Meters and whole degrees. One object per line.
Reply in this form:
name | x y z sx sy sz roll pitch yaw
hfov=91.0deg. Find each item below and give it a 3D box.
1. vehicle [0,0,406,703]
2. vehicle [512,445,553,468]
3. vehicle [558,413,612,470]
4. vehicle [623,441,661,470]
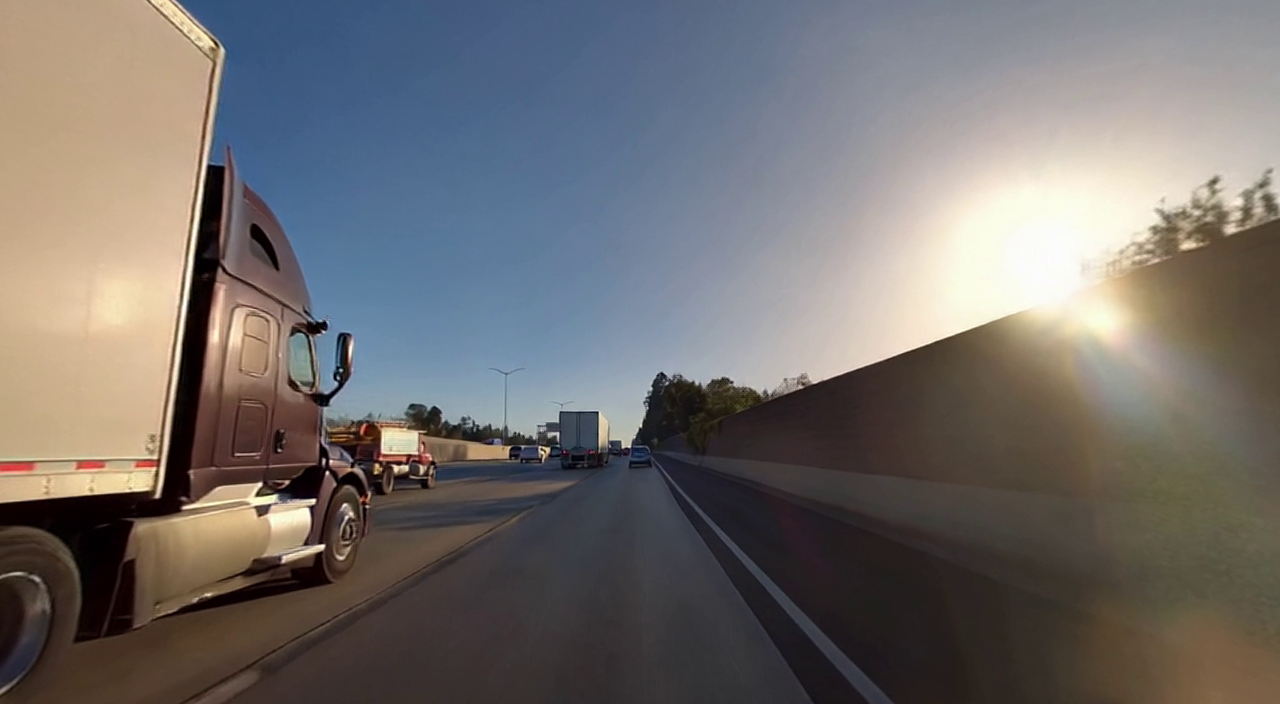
vehicle | -3.650 -0.058 0.740 3.025 3.266 9.256 0 -9 1
vehicle | -7.197 7.044 42.632 1.962 1.489 4.002 0 -9 2
vehicle | -3.520 6.072 42.437 2.956 3.331 9.575 0 -9 -1
vehicle | 0.134 6.143 37.574 2.178 1.640 4.071 0 -9 0
